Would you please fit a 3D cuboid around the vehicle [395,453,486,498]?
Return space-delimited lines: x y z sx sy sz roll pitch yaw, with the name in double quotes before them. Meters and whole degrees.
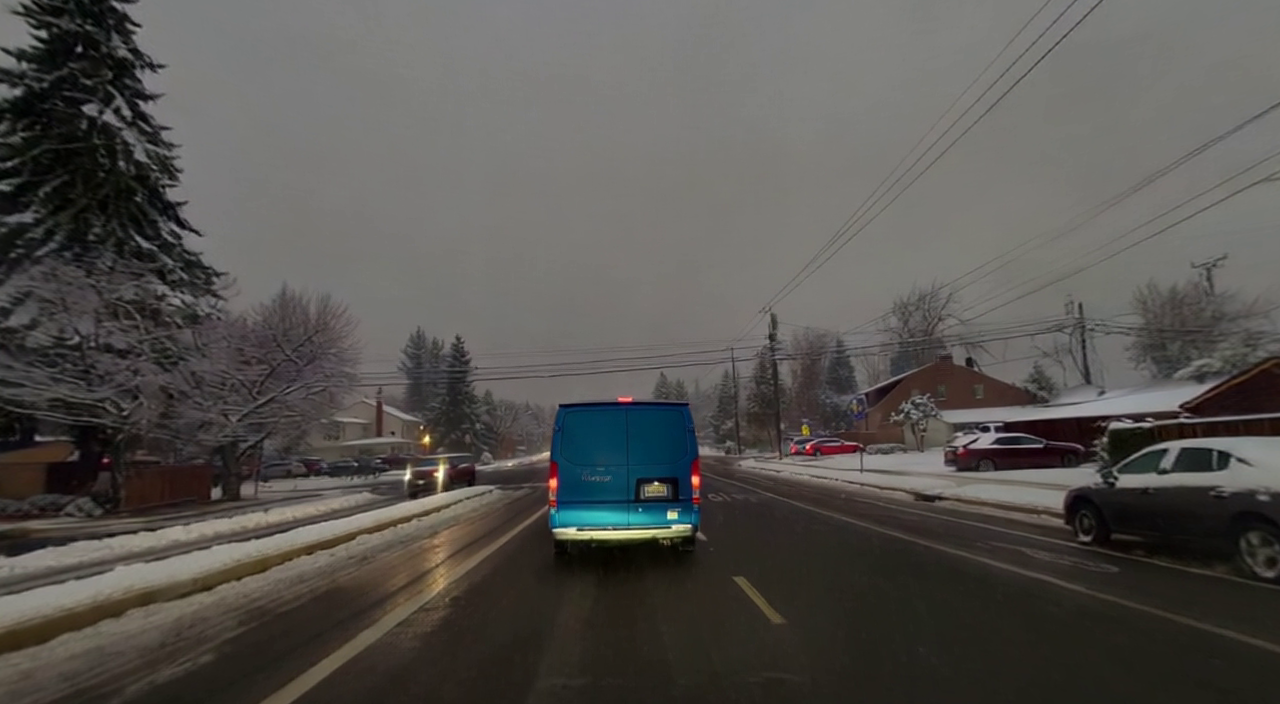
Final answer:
"vehicle" -7.425 4.628 24.017 1.962 1.481 4.434 0 -9 1

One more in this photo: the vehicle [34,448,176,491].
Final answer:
"vehicle" -26.917 5.903 31.932 5.026 2.017 2.215 0 -9 -1

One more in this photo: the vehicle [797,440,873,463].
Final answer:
"vehicle" 13.095 6.676 42.548 4.483 1.463 1.805 0 -9 -1

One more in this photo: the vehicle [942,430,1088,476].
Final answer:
"vehicle" 13.128 3.563 22.294 3.916 1.517 1.887 0 -9 -1

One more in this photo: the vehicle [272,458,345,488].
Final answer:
"vehicle" -18.458 6.737 35.382 1.816 1.445 4.120 0 -9 0

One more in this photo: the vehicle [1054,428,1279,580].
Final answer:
"vehicle" 7.337 1.693 7.465 1.883 1.504 4.220 0 -9 -2

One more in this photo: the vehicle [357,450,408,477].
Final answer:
"vehicle" -18.013 7.792 44.458 1.841 1.769 4.105 0 -9 0

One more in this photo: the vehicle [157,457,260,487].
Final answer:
"vehicle" -27.429 7.621 40.316 4.972 1.776 2.057 0 -9 -1

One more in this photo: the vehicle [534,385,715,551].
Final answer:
"vehicle" -0.341 1.861 10.709 2.342 2.142 4.809 0 -9 -4
